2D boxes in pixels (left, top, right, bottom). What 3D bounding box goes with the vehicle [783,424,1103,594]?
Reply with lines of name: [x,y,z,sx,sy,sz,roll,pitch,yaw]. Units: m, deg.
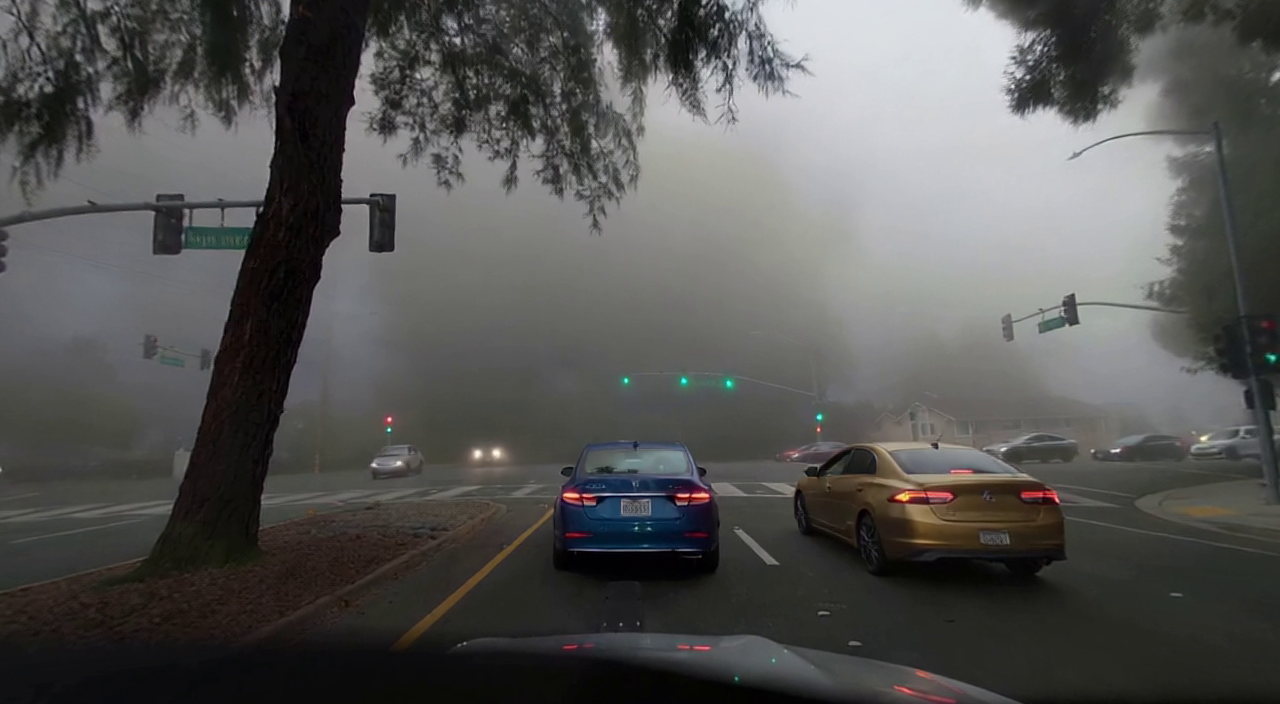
vehicle: [3.183,1.714,7.770,1.913,1.505,4.097,0,-8,0]

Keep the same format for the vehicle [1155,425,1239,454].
vehicle: [41.705,6.583,47.352,4.388,2.079,1.960,0,-8,-2]

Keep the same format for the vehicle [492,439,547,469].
vehicle: [-7.433,6.342,39.472,2.383,1.779,4.973,0,-8,1]

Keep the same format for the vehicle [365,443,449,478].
vehicle: [-11.273,5.271,31.029,2.102,1.531,5.072,0,-8,2]

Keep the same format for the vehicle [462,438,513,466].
vehicle: [-10.941,7.232,45.765,2.376,1.916,4.899,0,-8,1]

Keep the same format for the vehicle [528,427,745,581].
vehicle: [-0.054,1.783,8.248,2.103,1.478,4.073,0,-8,-1]

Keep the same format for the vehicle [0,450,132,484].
vehicle: [-28.121,5.611,31.049,4.538,1.591,1.949,0,-8,1]

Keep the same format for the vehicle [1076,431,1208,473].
vehicle: [23.995,4.777,30.311,4.520,1.762,2.005,-2,-8,-1]
